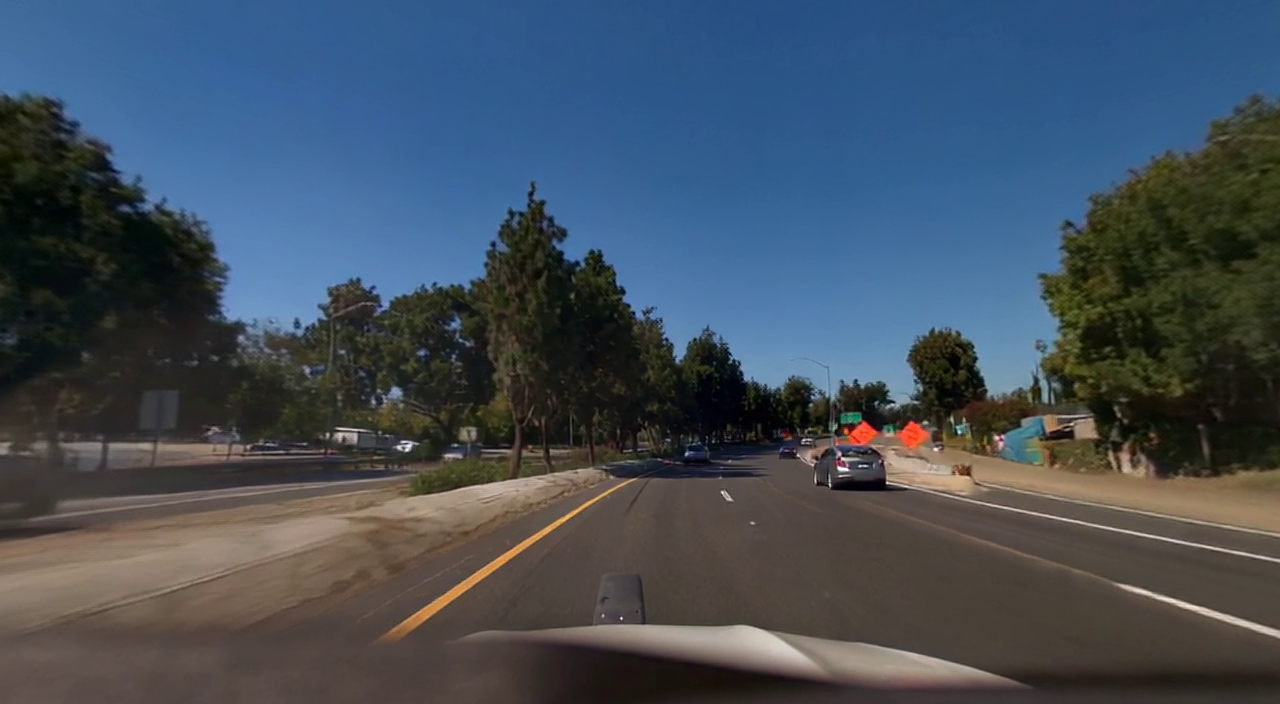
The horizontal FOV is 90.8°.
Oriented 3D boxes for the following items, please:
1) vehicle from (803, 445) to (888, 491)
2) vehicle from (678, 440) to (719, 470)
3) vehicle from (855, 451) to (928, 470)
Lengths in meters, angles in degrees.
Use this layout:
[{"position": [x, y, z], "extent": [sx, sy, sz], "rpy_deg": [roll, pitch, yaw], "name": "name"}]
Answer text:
[{"position": [7.370, 4.176, 23.124], "extent": [2.044, 1.474, 4.083], "rpy_deg": [0, -8, 5], "name": "vehicle"}, {"position": [3.712, 6.357, 39.230], "extent": [2.201, 1.676, 4.541], "rpy_deg": [-1, -8, 10], "name": "vehicle"}, {"position": [15.286, 6.618, 38.748], "extent": [3.503, 1.020, 4.269], "rpy_deg": [-2, -9, 13], "name": "vehicle"}]
